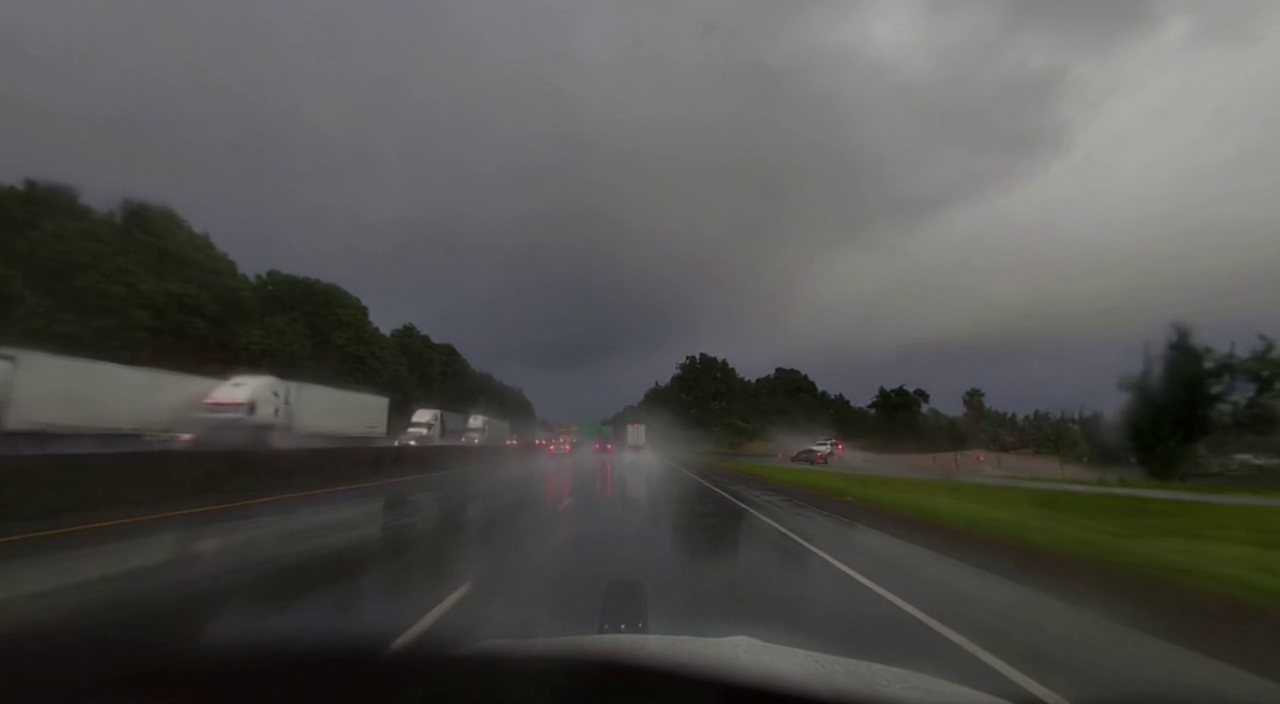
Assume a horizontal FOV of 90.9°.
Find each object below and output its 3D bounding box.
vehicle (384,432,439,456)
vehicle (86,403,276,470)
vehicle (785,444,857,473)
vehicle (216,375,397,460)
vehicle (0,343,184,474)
[{"bbox_3d":[-14.455,5.882,40.177,1.915,1.479,4.154,0,-9,1],"label":"vehicle"},{"bbox_3d":[-14.022,2.705,19.799,2.133,1.816,5.142,0,-9,-1],"label":"vehicle"},{"bbox_3d":[11.574,6.852,40.616,2.080,1.725,4.252,7,-11,-26],"label":"vehicle"},{"bbox_3d":[-18.552,4.188,36.979,2.787,3.985,14.192,0,-9,0],"label":"vehicle"},{"bbox_3d":[-18.804,1.851,19.210,2.774,3.524,9.153,0,-9,1],"label":"vehicle"}]
